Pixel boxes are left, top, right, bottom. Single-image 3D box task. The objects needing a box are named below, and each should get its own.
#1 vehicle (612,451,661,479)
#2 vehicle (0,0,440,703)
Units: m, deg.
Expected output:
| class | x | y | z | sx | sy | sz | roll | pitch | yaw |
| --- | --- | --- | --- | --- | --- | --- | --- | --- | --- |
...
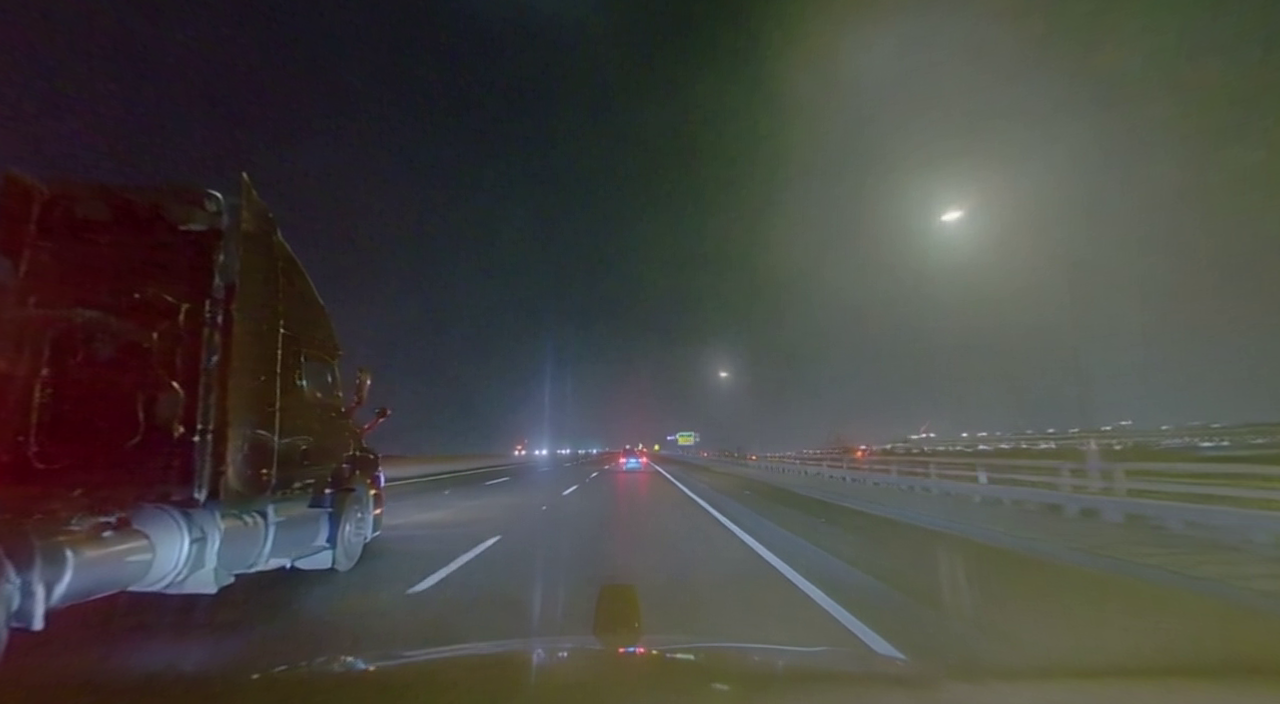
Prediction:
| class | x | y | z | sx | sy | sz | roll | pitch | yaw |
| --- | --- | --- | --- | --- | --- | --- | --- | --- | --- |
| vehicle | -0.231 | 6.064 | 34.041 | 2.398 | 1.336 | 5.698 | 0 | -9 | -1 |
| vehicle | -4.001 | -0.453 | 0.669 | 2.914 | 4.039 | 14.493 | 0 | -9 | 0 |
